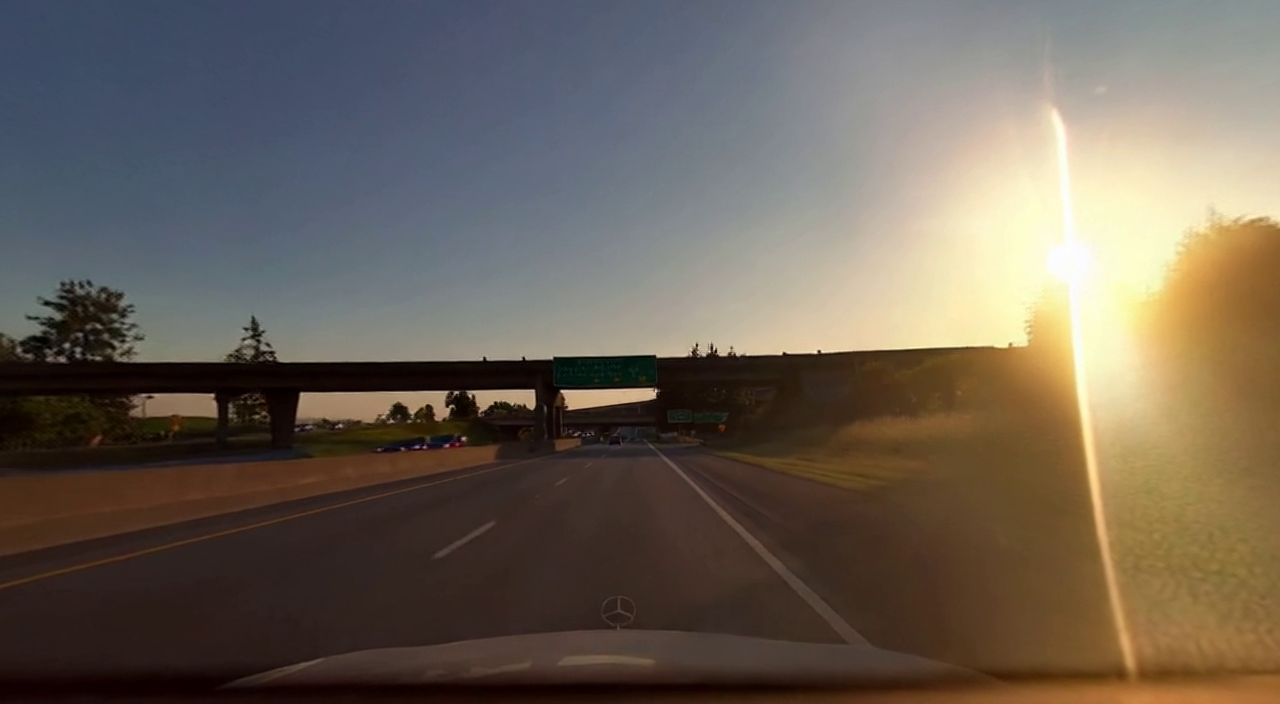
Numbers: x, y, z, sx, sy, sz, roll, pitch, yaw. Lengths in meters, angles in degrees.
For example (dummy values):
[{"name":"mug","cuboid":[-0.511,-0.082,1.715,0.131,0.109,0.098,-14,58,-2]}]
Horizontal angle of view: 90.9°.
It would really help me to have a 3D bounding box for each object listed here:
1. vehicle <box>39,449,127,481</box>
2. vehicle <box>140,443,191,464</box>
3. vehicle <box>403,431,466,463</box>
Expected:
[{"name":"vehicle","cuboid":[-29.105,5.864,33.088,1.956,1.440,4.158,3,-8,-20]},{"name":"vehicle","cuboid":[-37.024,7.901,49.270,1.989,1.496,4.580,3,-8,-22]},{"name":"vehicle","cuboid":[-12.017,5.548,37.146,2.179,1.752,4.402,0,-8,1]}]
